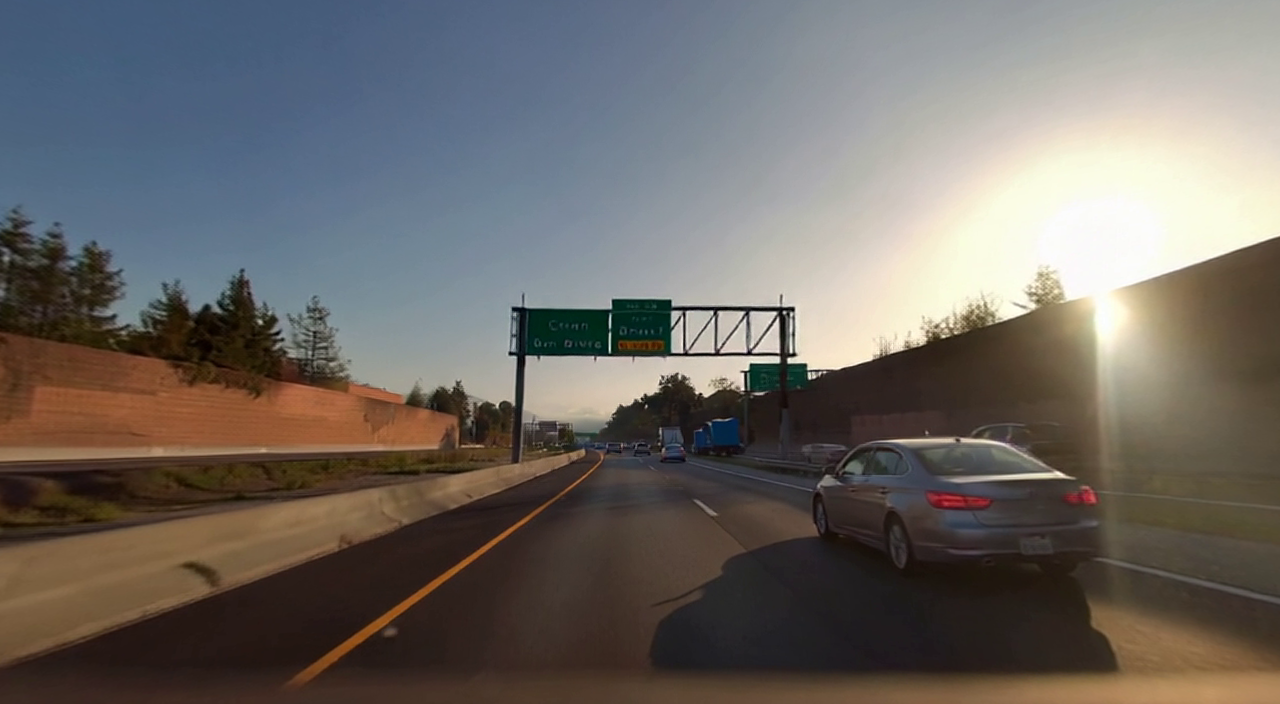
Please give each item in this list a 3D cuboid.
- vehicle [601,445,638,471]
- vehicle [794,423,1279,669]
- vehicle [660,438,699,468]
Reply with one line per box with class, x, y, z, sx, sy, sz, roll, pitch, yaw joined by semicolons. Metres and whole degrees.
vehicle;-1.240;6.243;37.426;2.083;1.477;3.965;0;-9;-3
vehicle;2.998;1.489;5.987;1.922;1.465;4.165;0;-9;-2
vehicle;2.608;6.813;42.768;2.114;1.849;4.692;0;-9;-3
